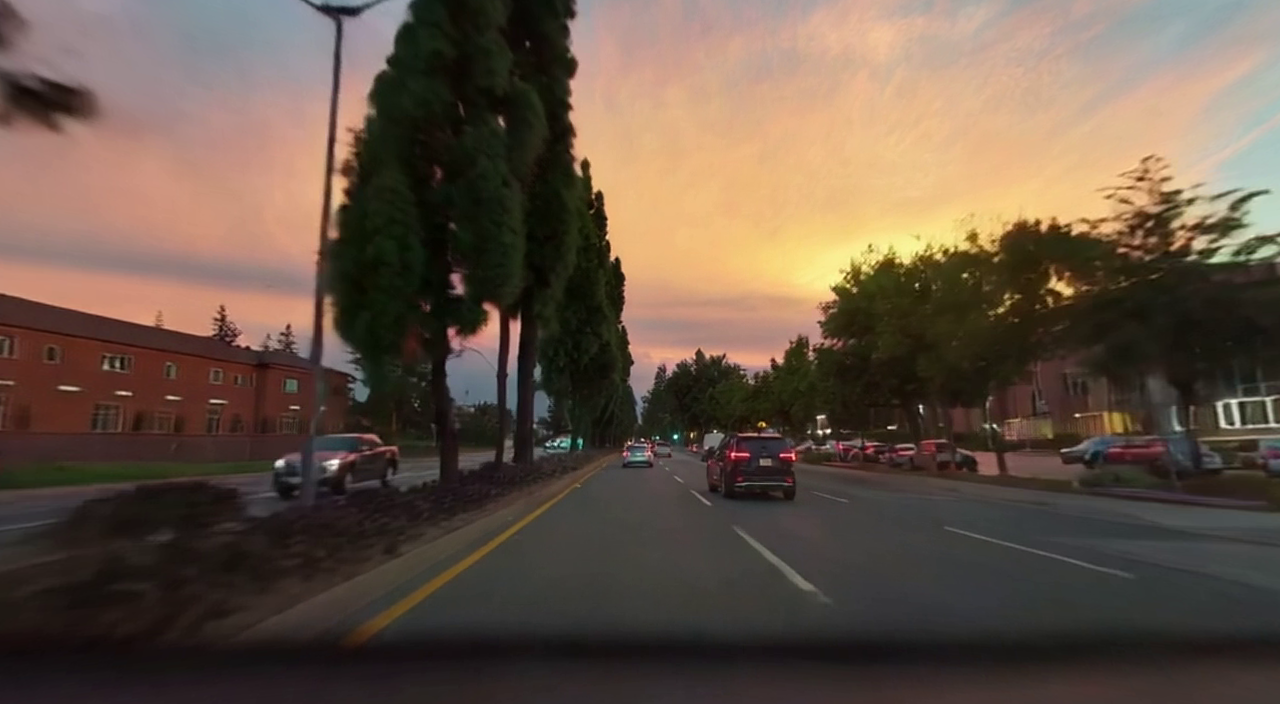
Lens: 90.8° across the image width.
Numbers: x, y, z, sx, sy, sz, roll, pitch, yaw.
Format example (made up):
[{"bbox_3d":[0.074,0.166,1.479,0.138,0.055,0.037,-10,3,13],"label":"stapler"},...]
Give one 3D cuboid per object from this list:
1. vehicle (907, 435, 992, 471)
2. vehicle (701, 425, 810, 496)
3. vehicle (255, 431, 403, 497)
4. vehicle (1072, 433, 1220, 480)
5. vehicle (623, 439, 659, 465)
[{"bbox_3d":[15.923,5.234,32.813,1.812,1.687,4.579,0,-9,-3],"label":"vehicle"},{"bbox_3d":[3.222,3.178,18.813,2.235,1.806,4.818,0,-9,-1],"label":"vehicle"},{"bbox_3d":[-9.160,3.344,19.205,2.093,1.728,4.735,0,-9,0],"label":"vehicle"},{"bbox_3d":[19.284,4.010,24.409,1.936,1.659,4.365,0,-9,-3],"label":"vehicle"},{"bbox_3d":[0.013,6.362,40.252,2.145,1.572,4.021,0,-9,-1],"label":"vehicle"}]
